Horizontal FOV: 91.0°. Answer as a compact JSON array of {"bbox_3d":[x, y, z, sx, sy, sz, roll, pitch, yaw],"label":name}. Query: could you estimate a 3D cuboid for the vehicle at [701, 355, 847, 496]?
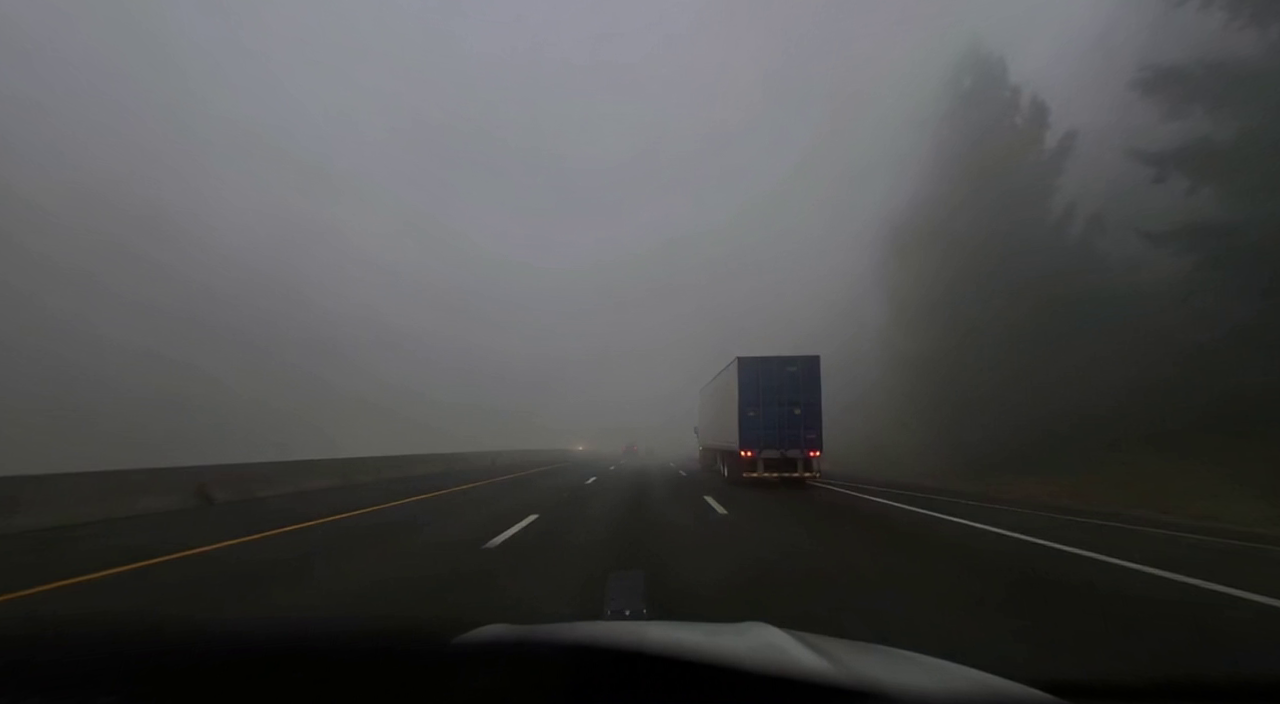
[{"bbox_3d":[4.126,2.792,22.777,2.870,3.768,11.872,0,-8,1],"label":"vehicle"}]
